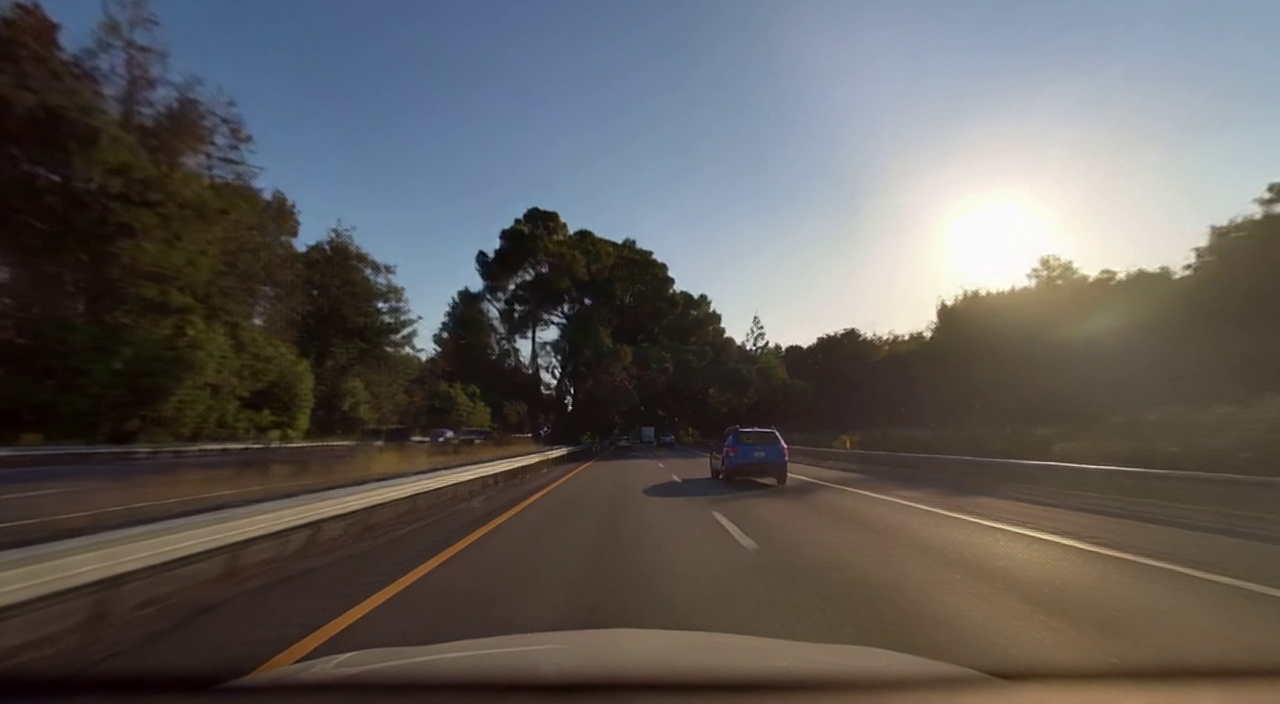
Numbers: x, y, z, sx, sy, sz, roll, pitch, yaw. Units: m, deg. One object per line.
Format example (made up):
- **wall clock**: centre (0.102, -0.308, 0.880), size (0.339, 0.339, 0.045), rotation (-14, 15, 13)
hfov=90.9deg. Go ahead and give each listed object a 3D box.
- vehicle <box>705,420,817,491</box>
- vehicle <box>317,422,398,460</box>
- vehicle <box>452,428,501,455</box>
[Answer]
- **vehicle**: centre (3.108, 2.751, 17.271), size (2.085, 1.681, 4.436), rotation (0, -7, -2)
- **vehicle**: centre (-13.422, 4.266, 30.277), size (1.978, 1.674, 4.294), rotation (0, -8, -1)
- **vehicle**: centre (-9.387, 5.159, 36.538), size (1.841, 1.482, 3.996), rotation (0, -7, -1)
